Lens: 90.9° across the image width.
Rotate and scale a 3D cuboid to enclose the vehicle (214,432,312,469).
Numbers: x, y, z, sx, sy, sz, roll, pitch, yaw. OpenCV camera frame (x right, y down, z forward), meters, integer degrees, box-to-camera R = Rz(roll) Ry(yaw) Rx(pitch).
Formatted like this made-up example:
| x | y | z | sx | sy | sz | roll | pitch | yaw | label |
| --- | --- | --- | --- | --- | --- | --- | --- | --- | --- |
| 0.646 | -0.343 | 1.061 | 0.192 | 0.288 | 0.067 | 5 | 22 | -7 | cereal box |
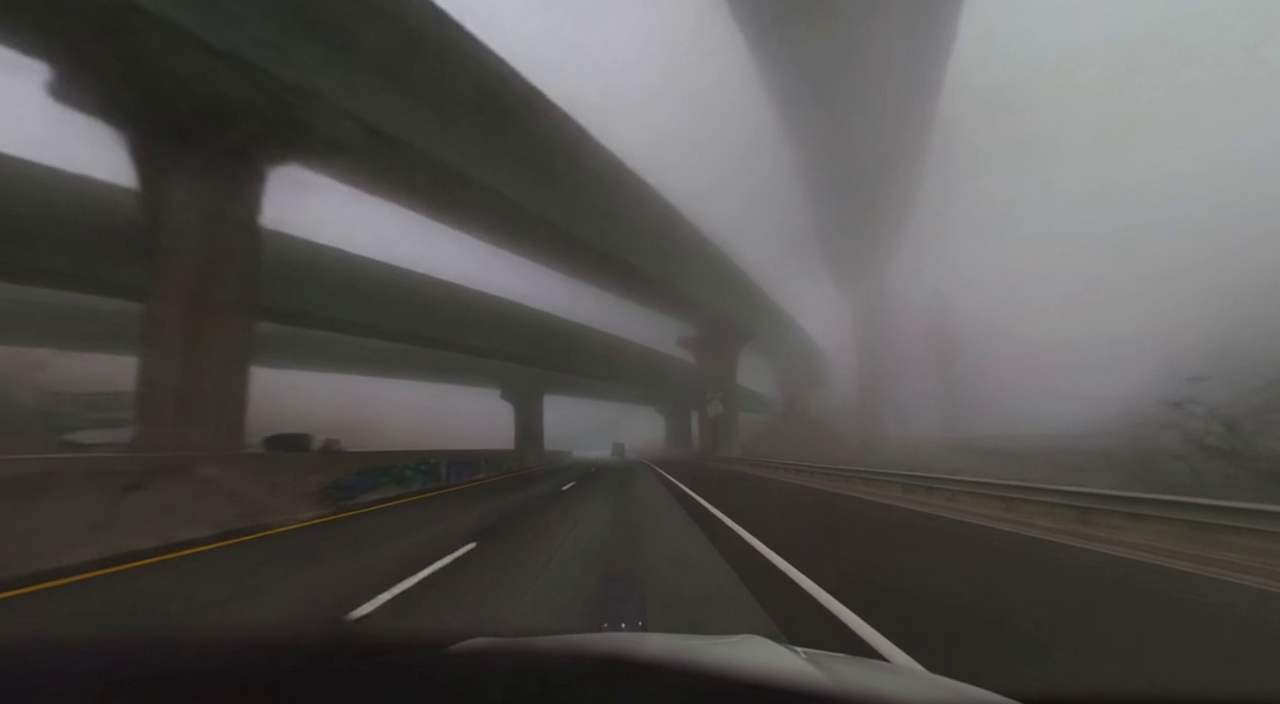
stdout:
| x | y | z | sx | sy | sz | roll | pitch | yaw | label |
| --- | --- | --- | --- | --- | --- | --- | --- | --- | --- |
| -19.895 | 5.261 | 33.586 | 2.027 | 1.781 | 5.017 | 0 | -9 | 1 | vehicle |
